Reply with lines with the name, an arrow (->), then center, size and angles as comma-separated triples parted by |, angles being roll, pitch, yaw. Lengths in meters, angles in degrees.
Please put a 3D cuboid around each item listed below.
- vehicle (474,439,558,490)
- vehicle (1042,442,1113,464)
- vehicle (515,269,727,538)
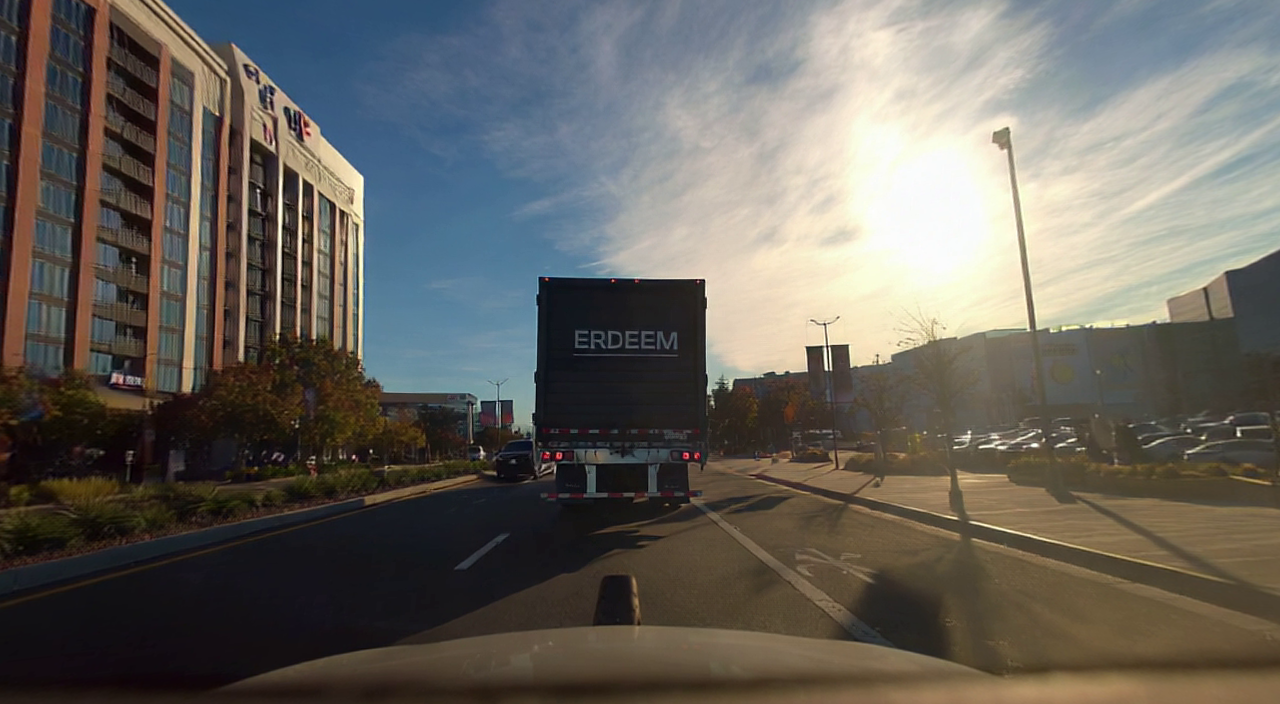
vehicle -> -3.925, 3.607, 20.544 | 1.957, 1.462, 3.878 | 0, -8, 0
vehicle -> 31.373, 7.215, 45.157 | 1.652, 1.423, 3.797 | 5, -9, -35
vehicle -> -0.197, 1.295, 13.407 | 2.876, 3.724, 9.351 | 0, -8, 1
